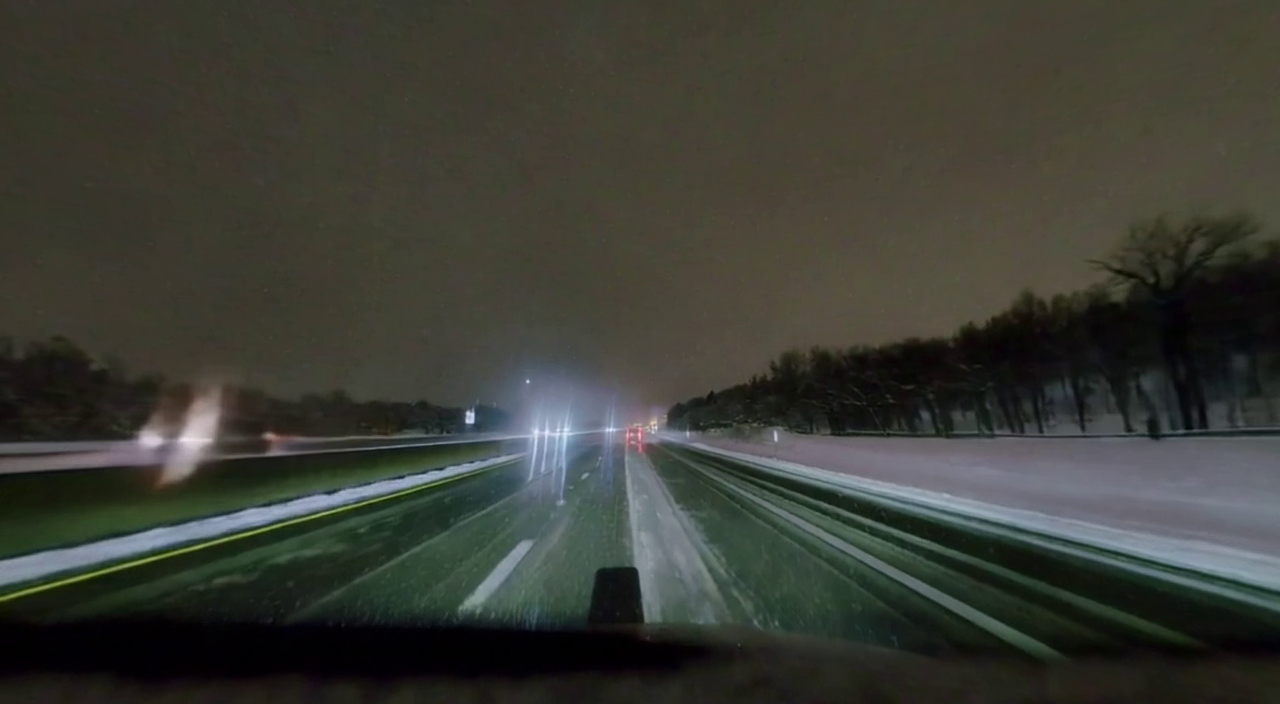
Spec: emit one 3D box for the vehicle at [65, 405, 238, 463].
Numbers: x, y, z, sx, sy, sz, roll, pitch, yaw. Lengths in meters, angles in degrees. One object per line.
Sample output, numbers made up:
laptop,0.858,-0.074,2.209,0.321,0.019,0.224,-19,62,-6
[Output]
vehicle,-15.446,2.645,20.262,1.969,1.645,4.421,0,-8,0
